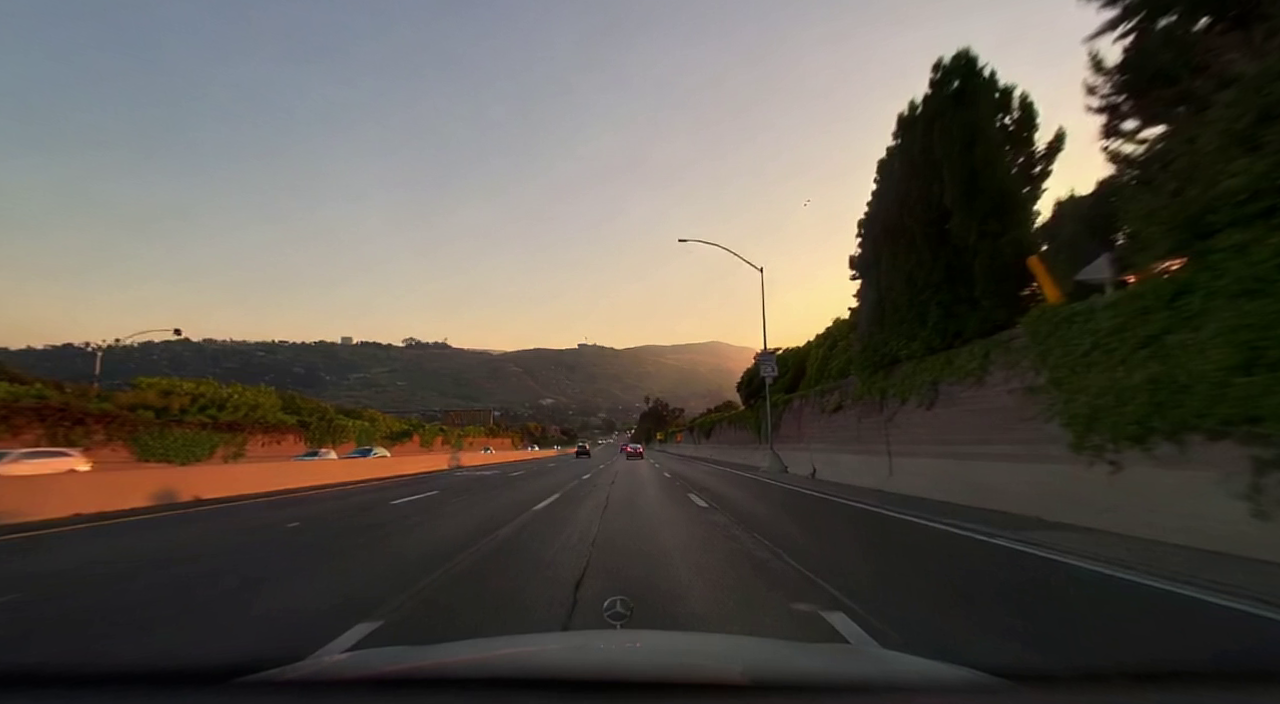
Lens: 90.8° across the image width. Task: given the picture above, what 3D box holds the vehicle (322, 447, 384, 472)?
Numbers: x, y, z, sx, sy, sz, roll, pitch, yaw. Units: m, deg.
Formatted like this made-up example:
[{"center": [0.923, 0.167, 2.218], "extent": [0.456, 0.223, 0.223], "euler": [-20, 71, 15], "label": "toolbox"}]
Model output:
[{"center": [-18.270, 6.853, 40.466], "extent": [1.892, 1.430, 4.575], "euler": [0, -8, -1], "label": "vehicle"}]
